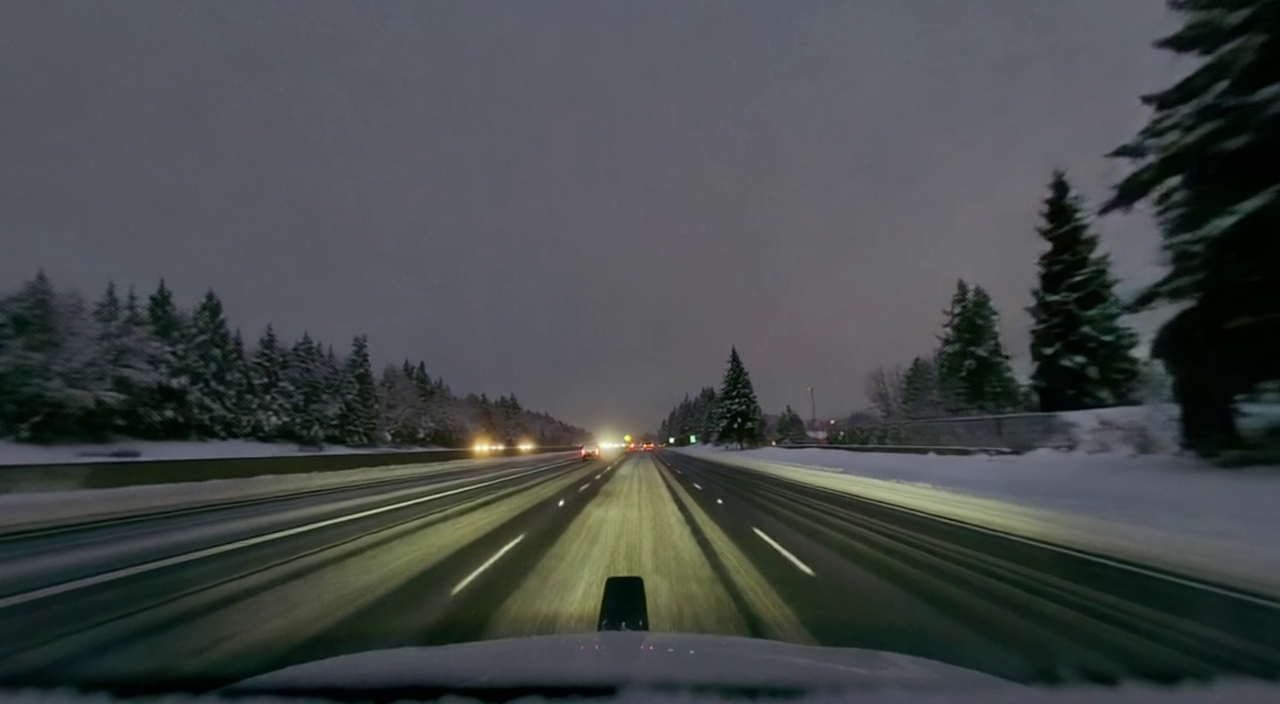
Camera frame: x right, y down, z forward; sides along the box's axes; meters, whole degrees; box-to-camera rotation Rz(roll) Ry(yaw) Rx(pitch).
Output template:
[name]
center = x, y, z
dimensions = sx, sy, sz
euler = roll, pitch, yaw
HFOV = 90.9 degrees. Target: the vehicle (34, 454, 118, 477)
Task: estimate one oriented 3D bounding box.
[vehicle]
center = -38.905, 7.813, 43.681
dimensions = 1.857, 1.405, 4.314
euler = 0, -8, 0
